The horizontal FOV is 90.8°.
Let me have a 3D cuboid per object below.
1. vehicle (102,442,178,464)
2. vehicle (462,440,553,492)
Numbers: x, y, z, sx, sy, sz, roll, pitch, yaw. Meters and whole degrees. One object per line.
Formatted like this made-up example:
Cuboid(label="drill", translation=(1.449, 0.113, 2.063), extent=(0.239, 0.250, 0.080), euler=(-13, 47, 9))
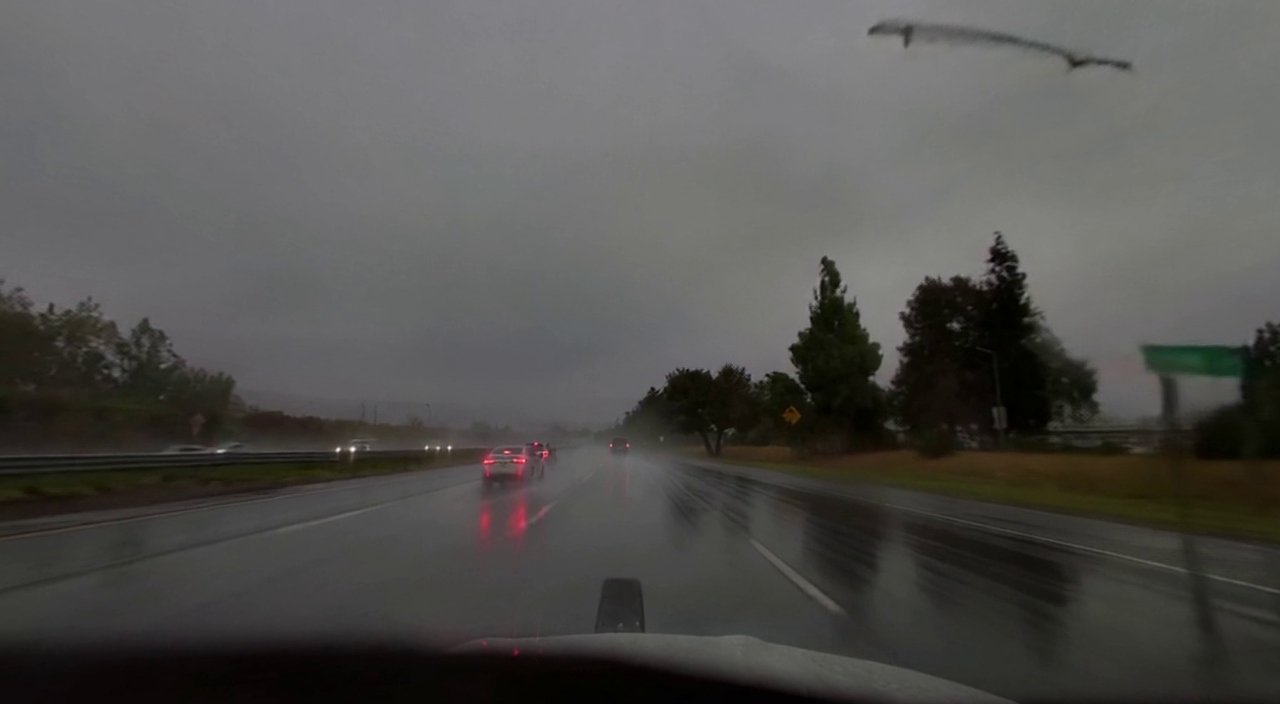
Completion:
Cuboid(label="vehicle", translation=(-36.732, 7.420, 46.546), extent=(1.880, 1.484, 4.668), euler=(0, -9, -2))
Cuboid(label="vehicle", translation=(-4.264, 3.741, 21.127), extent=(2.073, 1.516, 4.478), euler=(0, -9, 0))
